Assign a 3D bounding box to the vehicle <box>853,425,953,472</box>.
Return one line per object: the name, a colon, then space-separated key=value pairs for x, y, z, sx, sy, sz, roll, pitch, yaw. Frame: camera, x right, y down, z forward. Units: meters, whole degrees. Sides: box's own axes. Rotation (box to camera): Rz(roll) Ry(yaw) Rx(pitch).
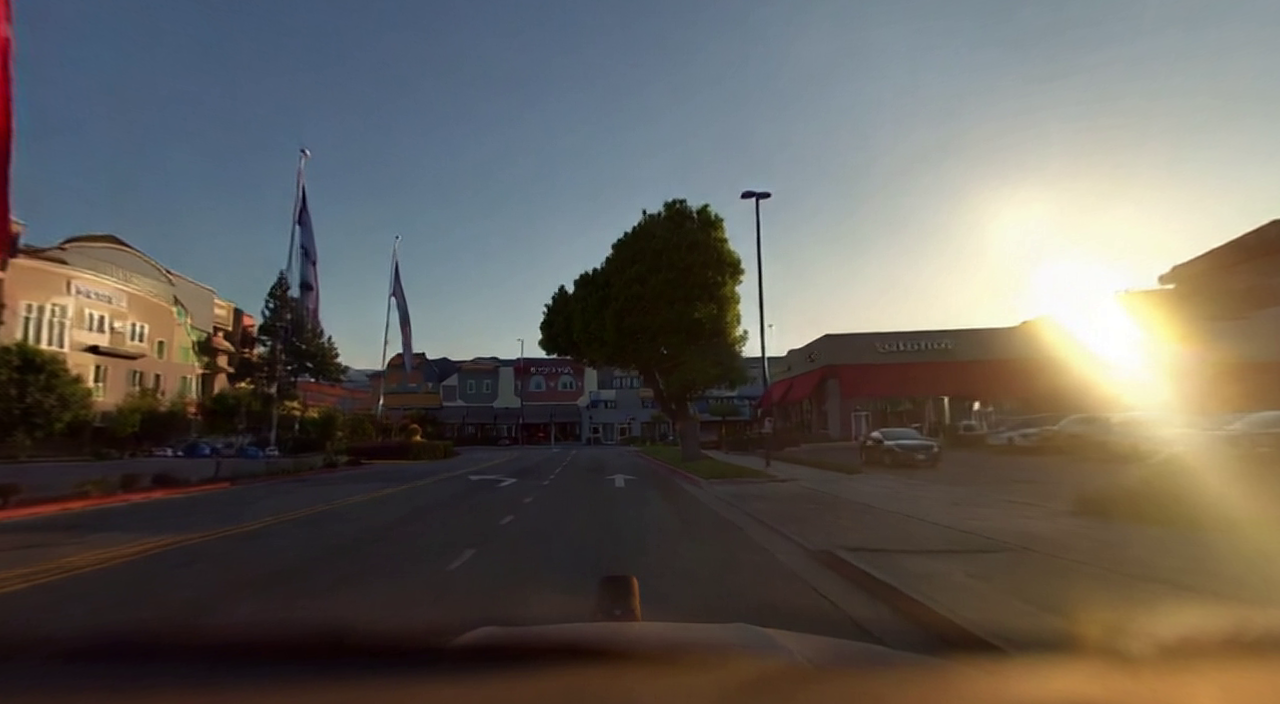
vehicle: x=9.222 y=3.391 z=22.422 sx=1.769 sy=1.516 sz=3.520 roll=1 pitch=-8 yaw=-6
